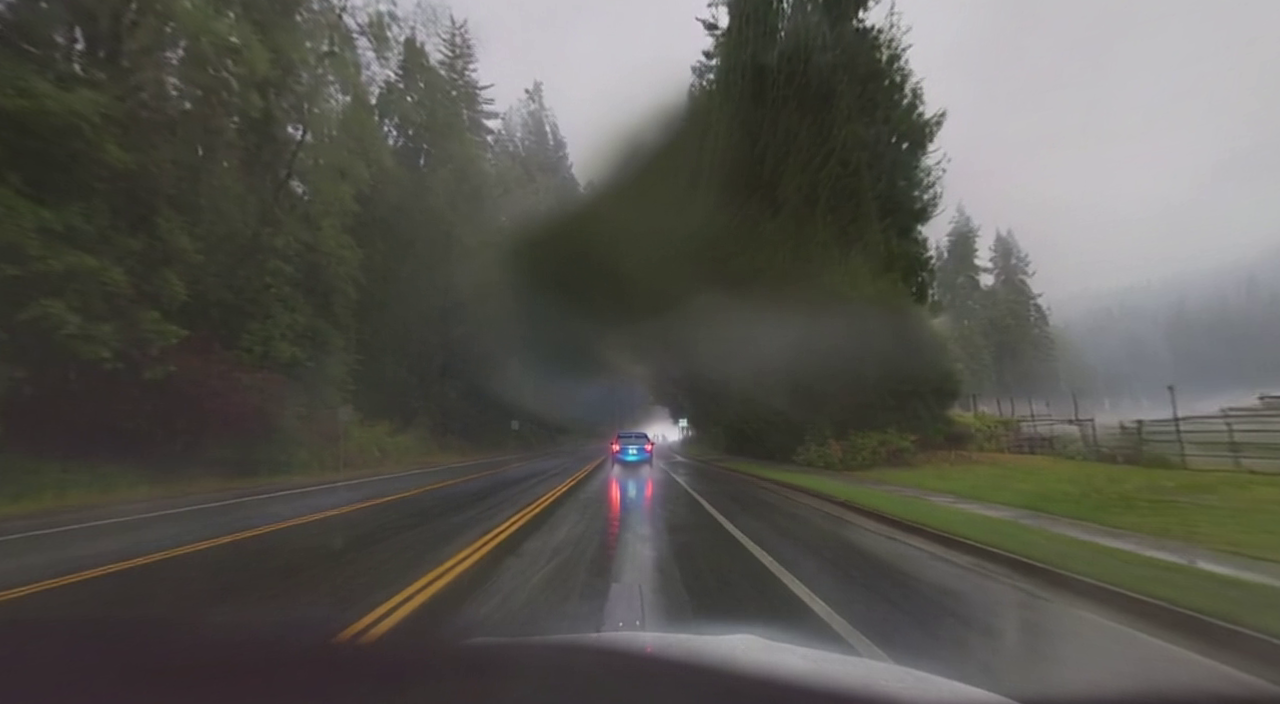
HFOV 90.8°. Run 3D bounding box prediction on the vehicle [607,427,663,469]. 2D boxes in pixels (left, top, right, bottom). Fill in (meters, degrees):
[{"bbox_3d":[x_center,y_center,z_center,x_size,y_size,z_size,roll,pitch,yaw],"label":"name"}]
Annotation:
[{"bbox_3d":[-0.249,4.242,27.909,2.294,1.708,4.110,0,-8,-1],"label":"vehicle"}]
